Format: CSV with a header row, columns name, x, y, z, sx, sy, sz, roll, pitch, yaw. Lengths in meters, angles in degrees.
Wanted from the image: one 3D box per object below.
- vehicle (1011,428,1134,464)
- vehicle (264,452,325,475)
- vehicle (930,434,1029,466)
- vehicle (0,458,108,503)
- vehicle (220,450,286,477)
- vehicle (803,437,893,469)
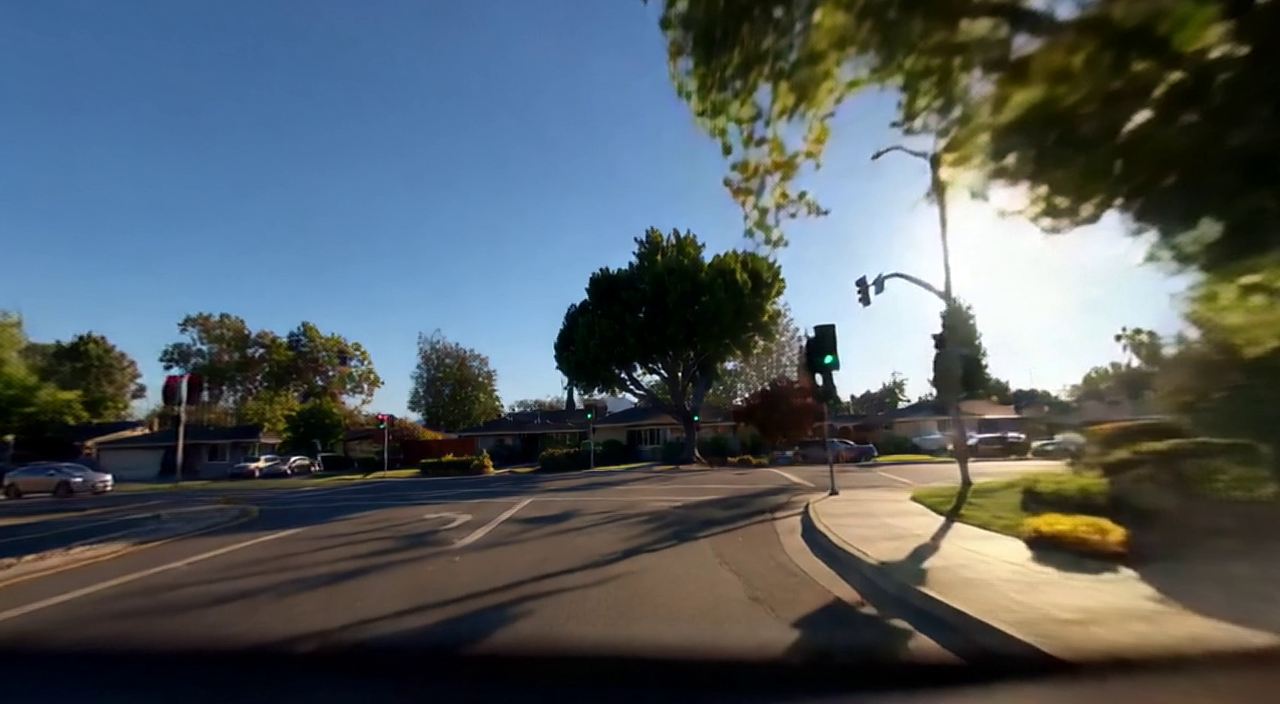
name,x,y,z,sx,sy,sz,roll,pitch,yaw
vehicle,21.278,4.623,31.236,4.510,1.673,2.030,0,-8,0
vehicle,-24.692,7.941,45.336,1.817,1.488,4.631,0,-8,0
vehicle,18.697,5.404,34.983,4.326,1.672,1.903,-1,-8,1
vehicle,-22.738,4.649,23.073,4.989,1.442,1.940,0,-8,4
vehicle,-27.605,7.948,45.219,1.967,1.779,4.159,-1,-8,2
vehicle,10.295,5.010,31.498,3.815,1.504,1.790,-1,-8,1
